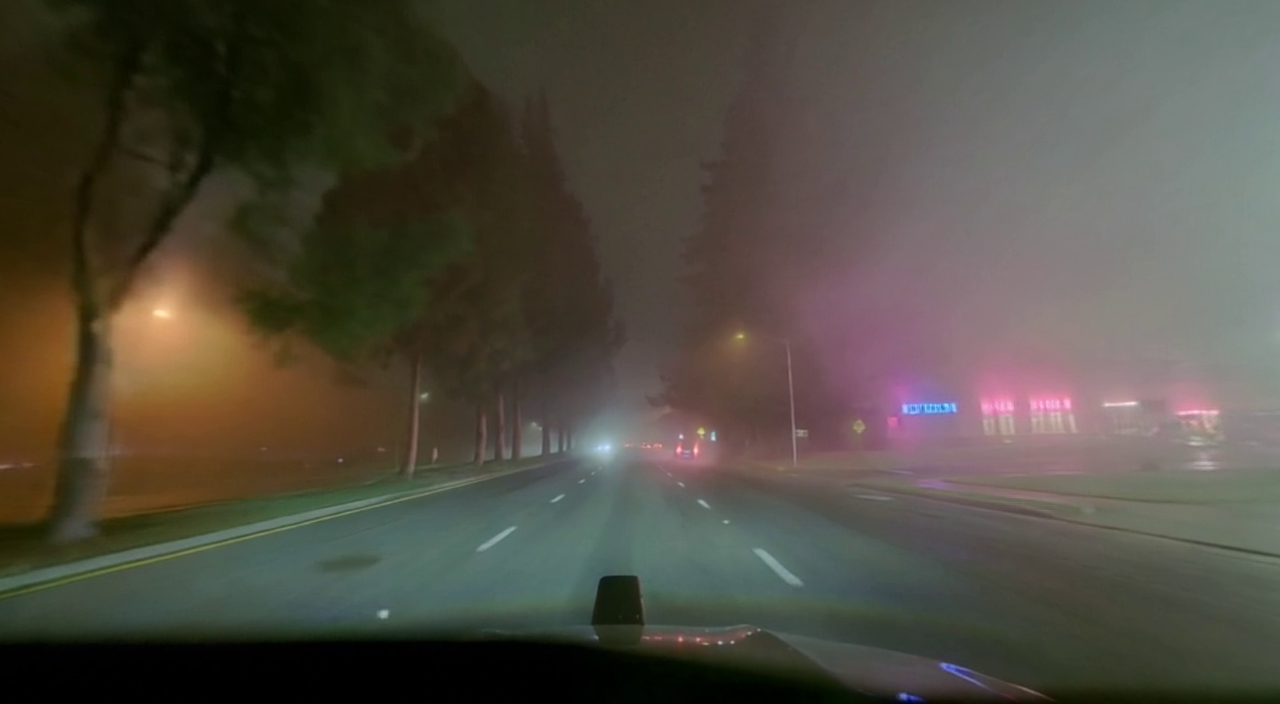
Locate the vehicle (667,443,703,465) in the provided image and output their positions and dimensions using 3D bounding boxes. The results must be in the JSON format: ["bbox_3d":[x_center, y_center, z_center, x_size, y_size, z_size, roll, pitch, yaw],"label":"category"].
[{"bbox_3d":[3.131,7.193,44.639,2.033,1.482,4.571,0,-8,-2],"label":"vehicle"}]
